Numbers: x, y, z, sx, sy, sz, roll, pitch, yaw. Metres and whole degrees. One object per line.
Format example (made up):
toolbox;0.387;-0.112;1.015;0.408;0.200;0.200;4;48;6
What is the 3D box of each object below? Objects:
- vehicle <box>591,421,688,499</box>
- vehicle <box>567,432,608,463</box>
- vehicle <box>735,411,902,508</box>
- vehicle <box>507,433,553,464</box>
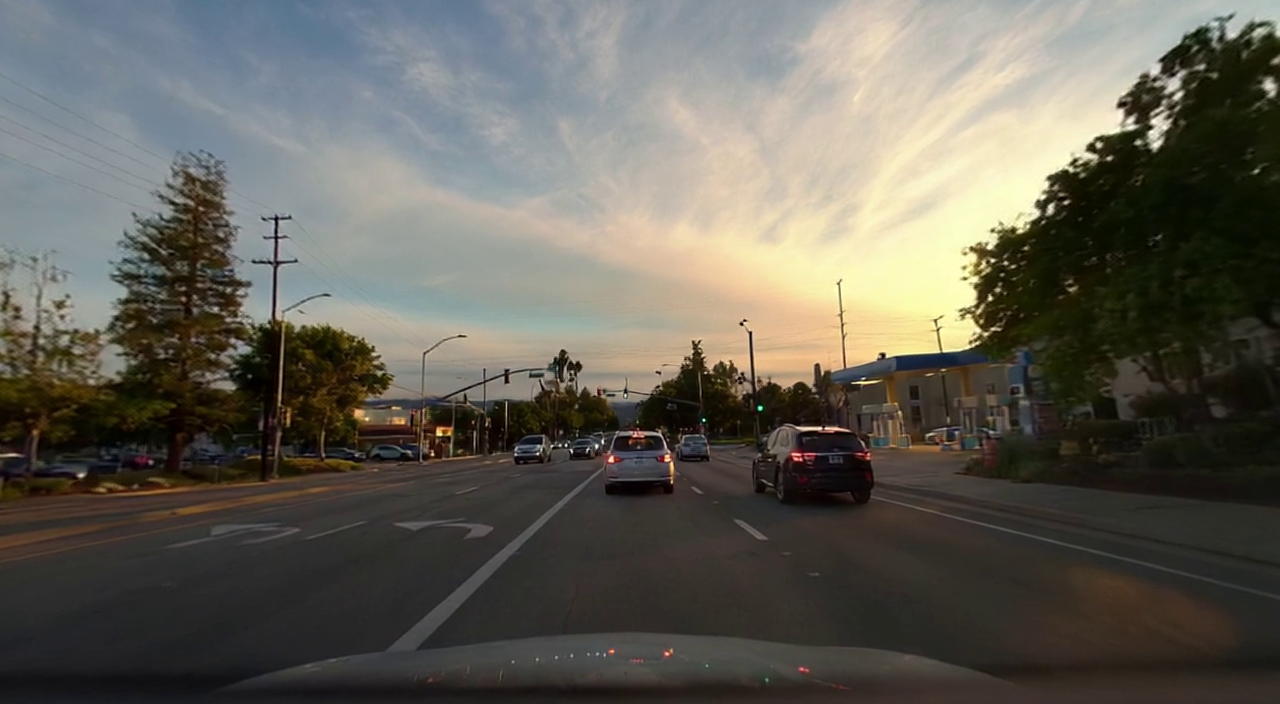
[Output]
vehicle;-0.087;2.683;16.049;2.164;1.718;3.881;0;-8;-2
vehicle;-3.184;5.885;38.961;2.155;1.745;4.248;0;-8;0
vehicle;3.735;2.372;14.387;2.116;1.791;5.006;0;-8;-3
vehicle;-6.591;5.838;38.334;1.994;1.695;4.471;0;-8;0
